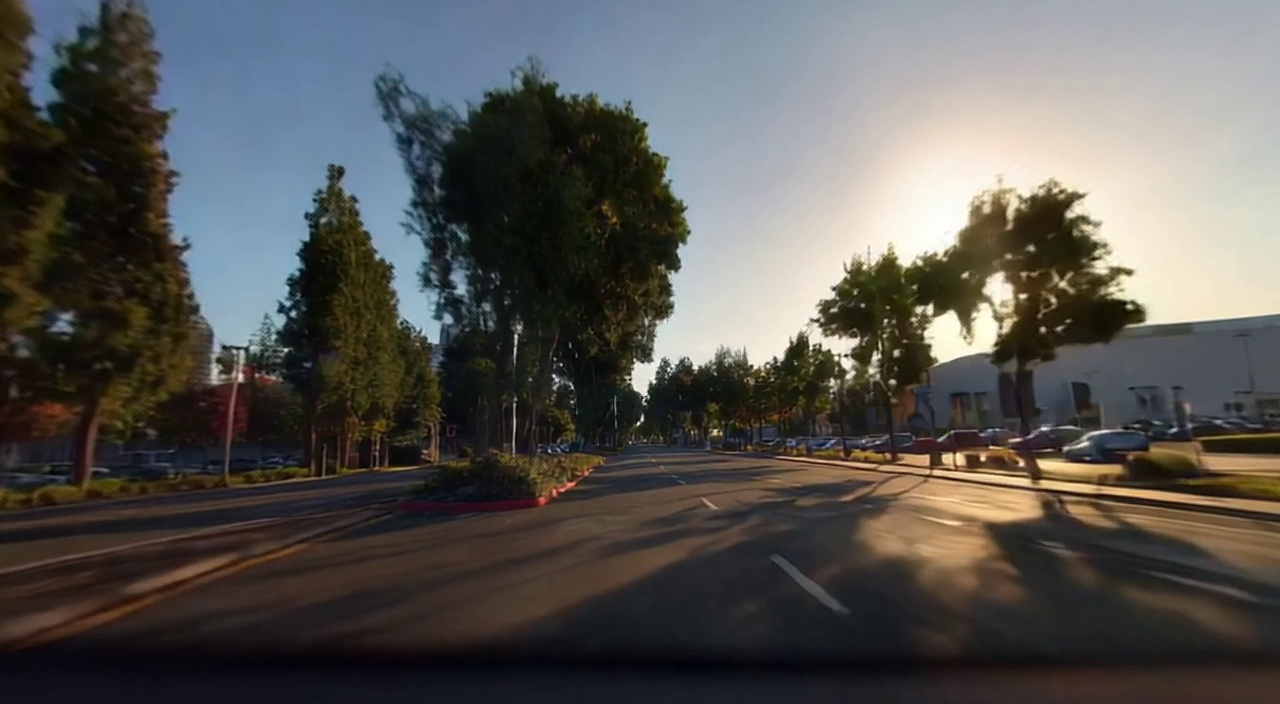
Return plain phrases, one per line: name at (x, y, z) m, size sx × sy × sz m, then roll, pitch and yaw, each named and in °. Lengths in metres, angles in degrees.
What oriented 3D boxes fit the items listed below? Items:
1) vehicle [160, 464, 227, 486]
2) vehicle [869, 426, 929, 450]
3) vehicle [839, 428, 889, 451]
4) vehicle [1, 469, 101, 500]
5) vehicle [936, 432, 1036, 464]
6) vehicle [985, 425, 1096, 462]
vehicle at (-30.258, 8.314, 42.842) m, size 3.332 × 1.364 × 1.702 m, roll -1°, pitch -8°, yaw 7°
vehicle at (18.130, 6.091, 44.472) m, size 1.890 × 1.612 × 4.797 m, roll 1°, pitch -8°, yaw -5°
vehicle at (17.612, 6.948, 49.905) m, size 1.912 × 1.646 × 4.870 m, roll -1°, pitch -9°, yaw -2°
vehicle at (-29.627, 6.644, 31.847) m, size 3.380 × 1.342 × 1.686 m, roll -2°, pitch -8°, yaw 1°
vehicle at (17.199, 4.793, 31.691) m, size 1.974 × 1.446 × 4.614 m, roll 1°, pitch -8°, yaw -7°
vehicle at (19.698, 4.557, 31.380) m, size 1.995 × 1.673 × 4.725 m, roll -1°, pitch -8°, yaw -6°
